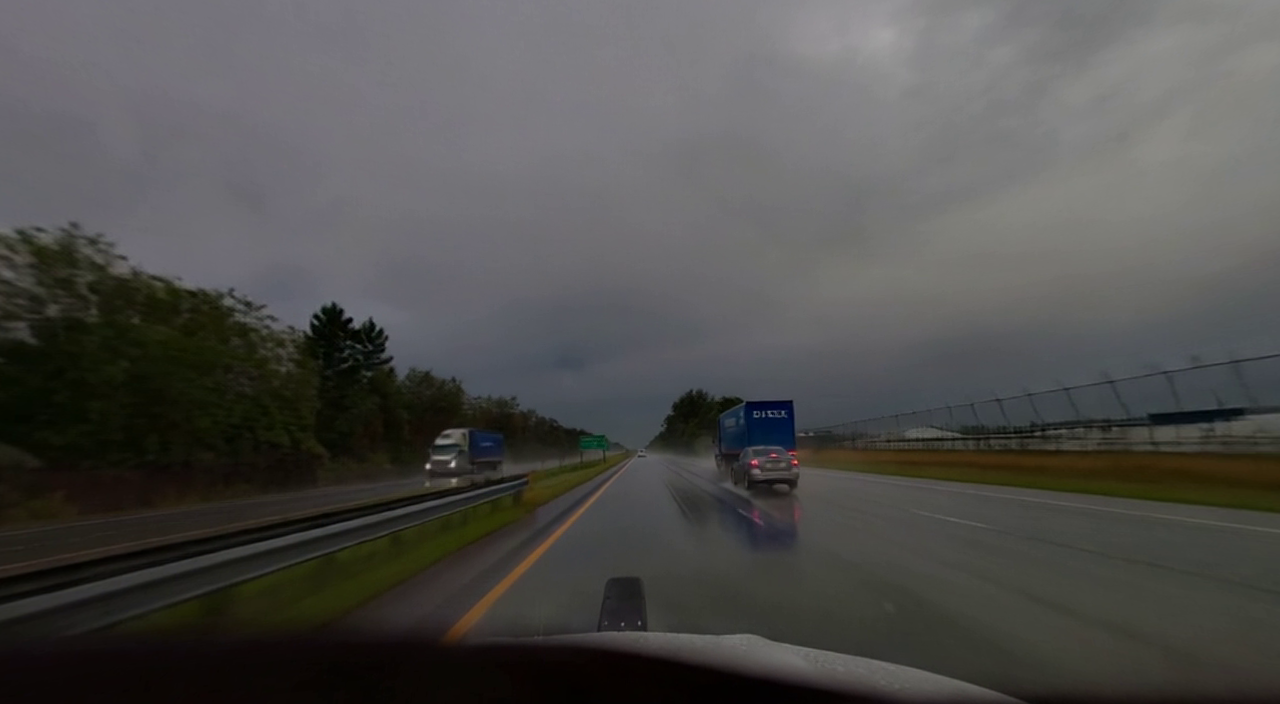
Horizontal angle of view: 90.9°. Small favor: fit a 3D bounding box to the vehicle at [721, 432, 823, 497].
[{"bbox_3d":[3.867,3.400,19.279,2.093,1.742,4.167,0,-9,-1],"label":"vehicle"}]
